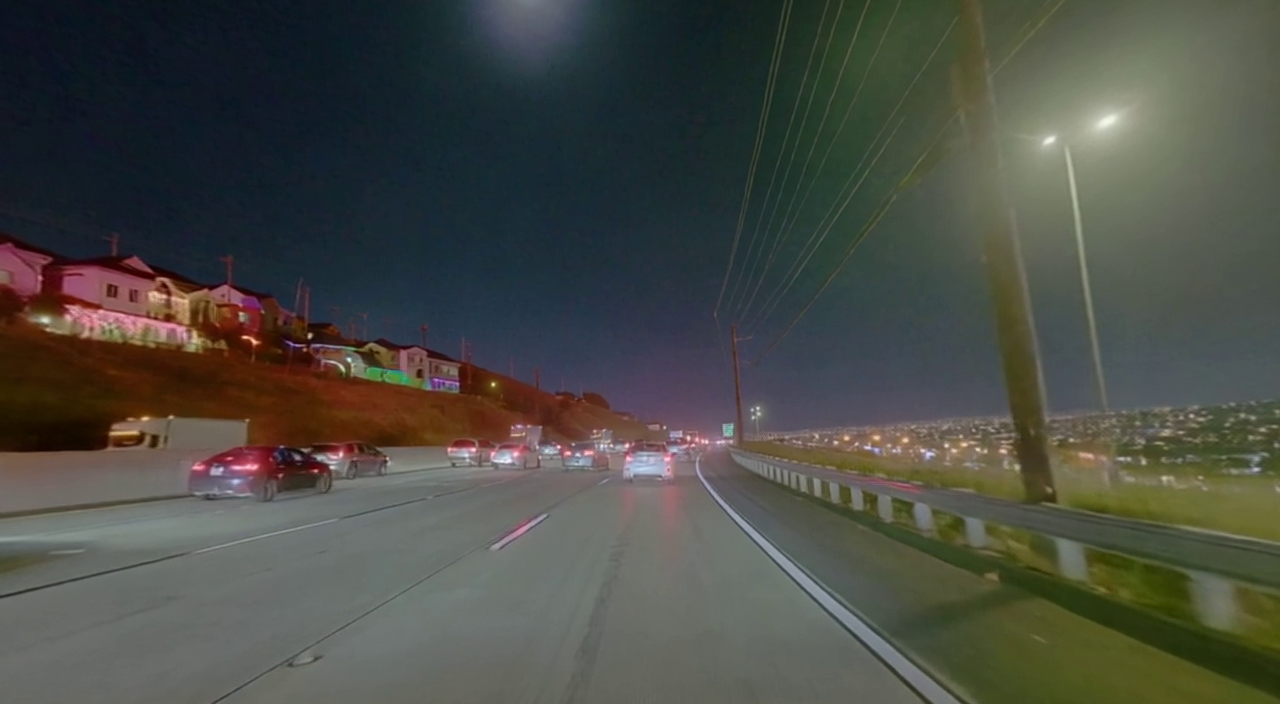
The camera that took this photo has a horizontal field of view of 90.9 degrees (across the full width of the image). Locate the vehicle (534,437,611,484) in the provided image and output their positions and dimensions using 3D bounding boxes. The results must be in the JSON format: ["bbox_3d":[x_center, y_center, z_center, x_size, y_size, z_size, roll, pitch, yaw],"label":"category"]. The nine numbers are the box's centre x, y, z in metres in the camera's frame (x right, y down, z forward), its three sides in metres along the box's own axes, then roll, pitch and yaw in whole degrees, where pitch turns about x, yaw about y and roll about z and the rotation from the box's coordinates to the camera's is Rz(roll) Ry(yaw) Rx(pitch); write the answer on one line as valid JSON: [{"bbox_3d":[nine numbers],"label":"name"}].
[{"bbox_3d":[-2.528,4.222,24.858,2.121,1.639,4.383,-1,-8,6],"label":"vehicle"}]

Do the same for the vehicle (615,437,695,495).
[{"bbox_3d":[0.532,3.292,18.566,2.109,1.495,3.935,-1,-8,4],"label":"vehicle"}]

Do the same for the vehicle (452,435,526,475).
[{"bbox_3d":[-7.439,5.115,31.518,2.080,1.833,4.461,-1,-8,7],"label":"vehicle"}]

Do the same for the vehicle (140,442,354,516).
[{"bbox_3d":[-8.994,2.900,15.030,1.959,1.469,4.450,-1,-8,5],"label":"vehicle"}]

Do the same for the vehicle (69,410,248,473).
[{"bbox_3d":[-28.034,5.345,37.521,2.962,3.232,9.077,-1,-8,4],"label":"vehicle"}]

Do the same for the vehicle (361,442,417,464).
[{"bbox_3d":[-18.737,7.537,47.255,1.902,1.536,4.561,-1,-8,6],"label":"vehicle"}]
